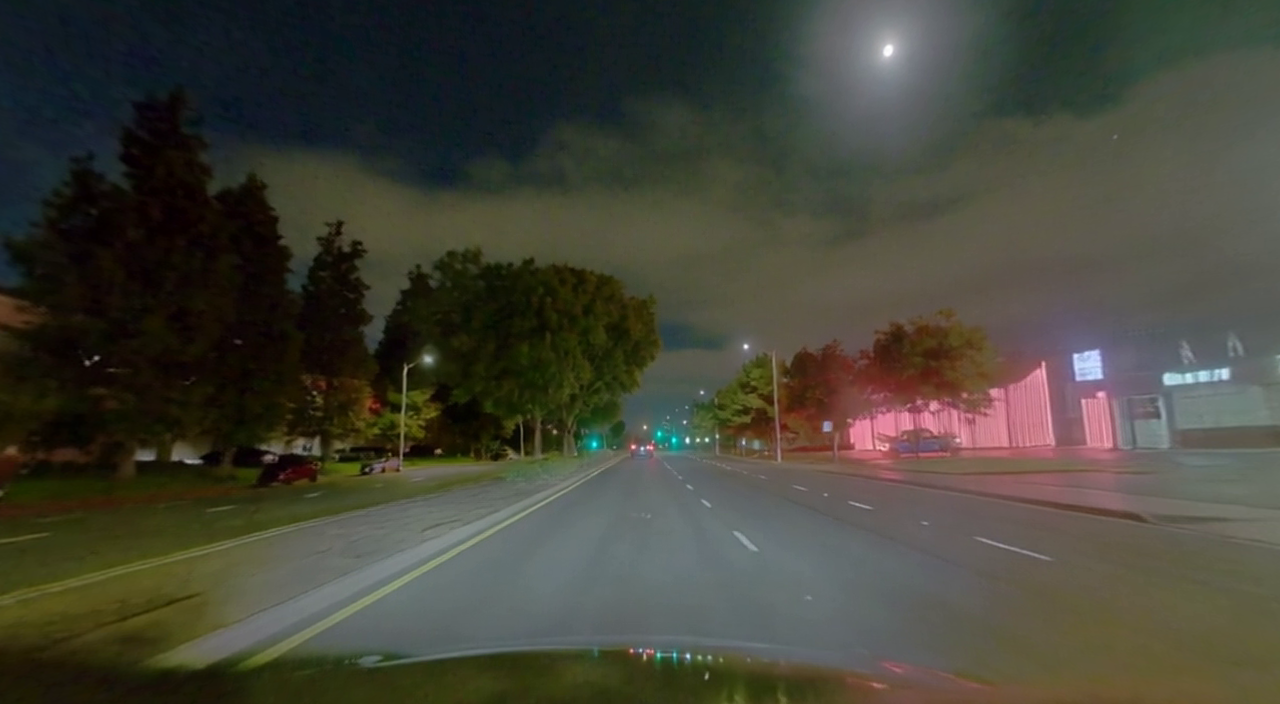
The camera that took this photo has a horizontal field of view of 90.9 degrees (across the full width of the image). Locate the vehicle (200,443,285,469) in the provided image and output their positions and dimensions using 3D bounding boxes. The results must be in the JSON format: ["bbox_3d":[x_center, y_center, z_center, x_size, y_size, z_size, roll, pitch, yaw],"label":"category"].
[{"bbox_3d":[-26.339,6.917,41.889,4.314,1.680,1.822,1,-8,-3],"label":"vehicle"}]

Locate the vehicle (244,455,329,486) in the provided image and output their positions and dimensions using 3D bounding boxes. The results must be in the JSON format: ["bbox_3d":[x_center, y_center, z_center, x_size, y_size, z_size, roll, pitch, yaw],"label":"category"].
[{"bbox_3d":[-18.725,6.283,33.671,1.806,1.454,4.599,0,-8,1],"label":"vehicle"}]

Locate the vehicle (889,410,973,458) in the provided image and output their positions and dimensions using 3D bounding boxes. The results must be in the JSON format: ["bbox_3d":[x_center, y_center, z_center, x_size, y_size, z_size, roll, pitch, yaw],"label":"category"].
[{"bbox_3d":[22.127,6.351,48.416,3.006,3.375,6.598,0,-8,-2],"label":"vehicle"}]

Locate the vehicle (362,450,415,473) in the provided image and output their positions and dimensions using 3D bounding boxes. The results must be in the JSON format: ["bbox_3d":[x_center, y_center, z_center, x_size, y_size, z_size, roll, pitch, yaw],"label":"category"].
[{"bbox_3d":[-18.799,8.171,47.362,1.814,1.577,5.024,0,-8,1],"label":"vehicle"}]
